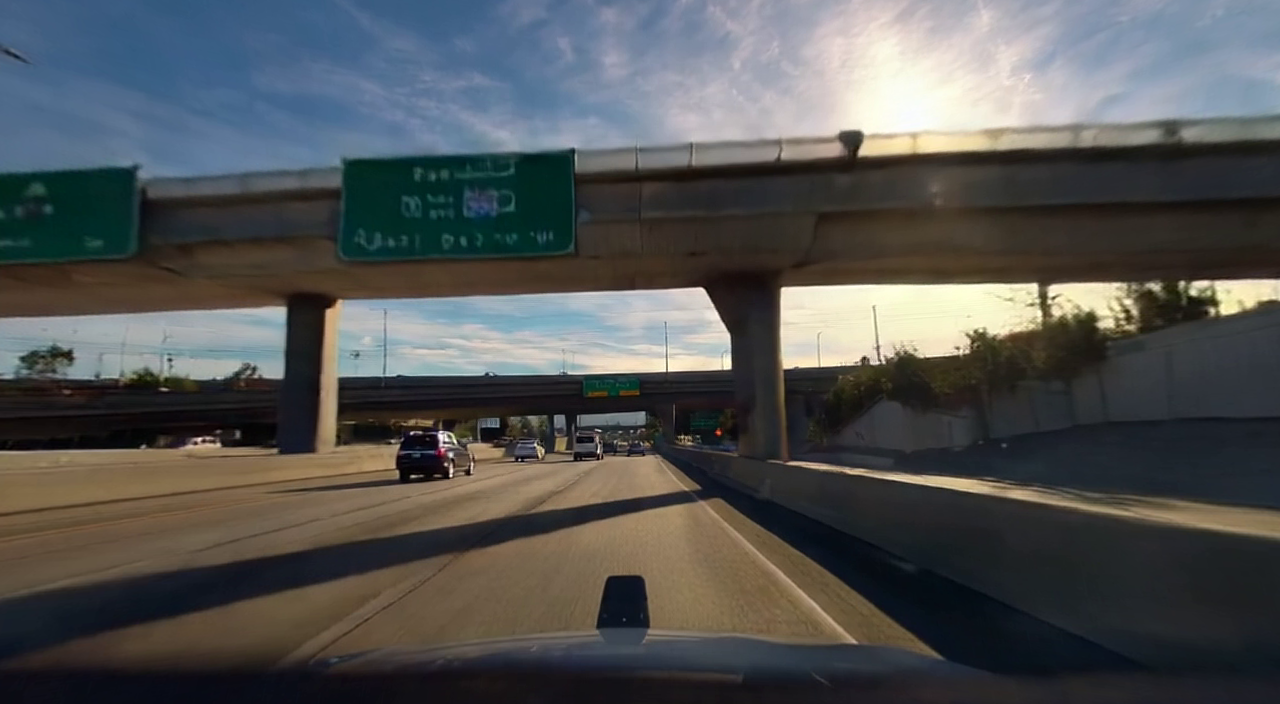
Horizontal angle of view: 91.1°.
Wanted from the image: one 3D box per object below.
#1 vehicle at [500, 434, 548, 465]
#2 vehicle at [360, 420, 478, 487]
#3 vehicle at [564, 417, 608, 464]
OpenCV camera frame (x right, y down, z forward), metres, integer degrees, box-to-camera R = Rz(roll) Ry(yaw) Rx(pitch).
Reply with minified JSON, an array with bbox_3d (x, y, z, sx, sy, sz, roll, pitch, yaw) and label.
[{"bbox_3d":[-7.088,6.008,38.862,2.109,1.784,4.709,0,-8,0],"label":"vehicle"},{"bbox_3d":[-7.137,3.335,20.910,2.179,1.948,4.618,0,-8,1],"label":"vehicle"},{"bbox_3d":[-3.406,5.800,41.063,2.301,2.843,6.458,0,-8,0],"label":"vehicle"}]
